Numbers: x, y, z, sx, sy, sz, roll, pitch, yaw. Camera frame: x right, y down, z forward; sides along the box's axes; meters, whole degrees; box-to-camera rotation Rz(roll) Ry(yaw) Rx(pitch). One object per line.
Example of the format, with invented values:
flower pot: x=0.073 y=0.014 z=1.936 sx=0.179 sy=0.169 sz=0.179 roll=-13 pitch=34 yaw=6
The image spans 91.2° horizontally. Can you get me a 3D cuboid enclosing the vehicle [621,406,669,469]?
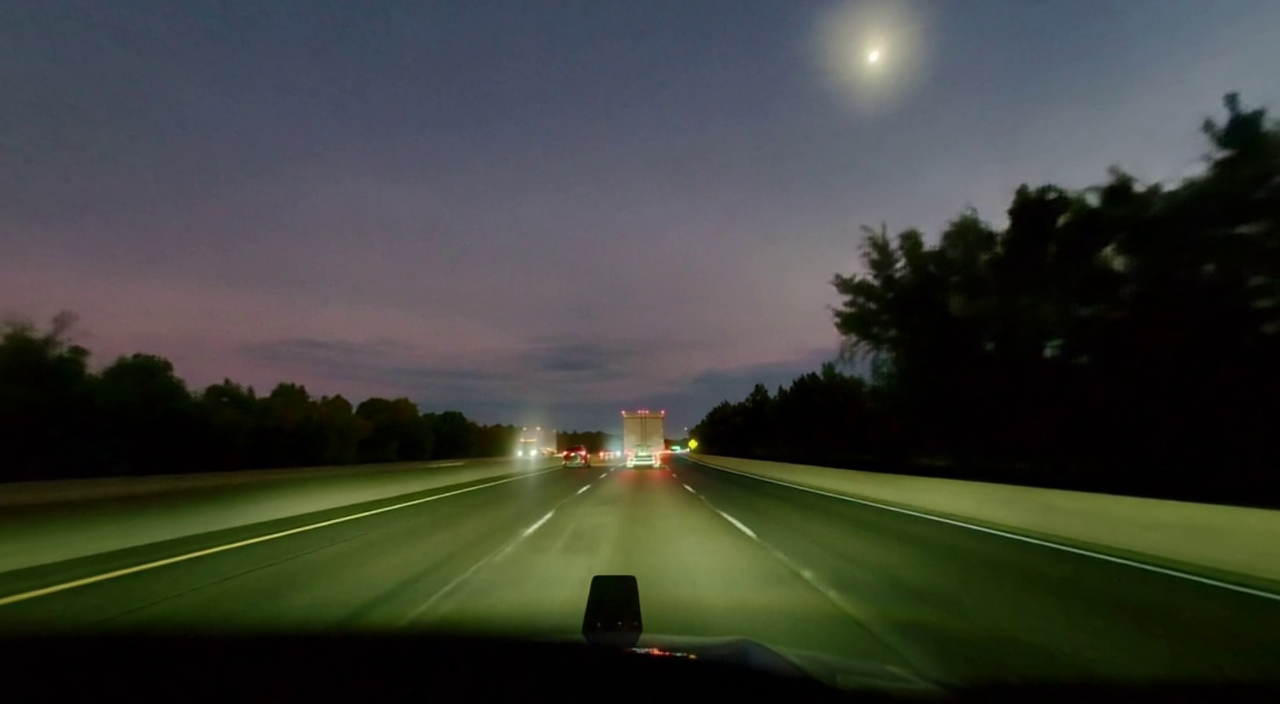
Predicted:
vehicle: x=0.278 y=6.402 z=46.134 sx=3.100 sy=4.091 sz=10.664 roll=0 pitch=-9 yaw=0

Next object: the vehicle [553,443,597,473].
vehicle: x=-3.684 y=6.128 z=36.354 sx=2.112 sy=1.645 sz=4.129 roll=0 pitch=-9 yaw=0
